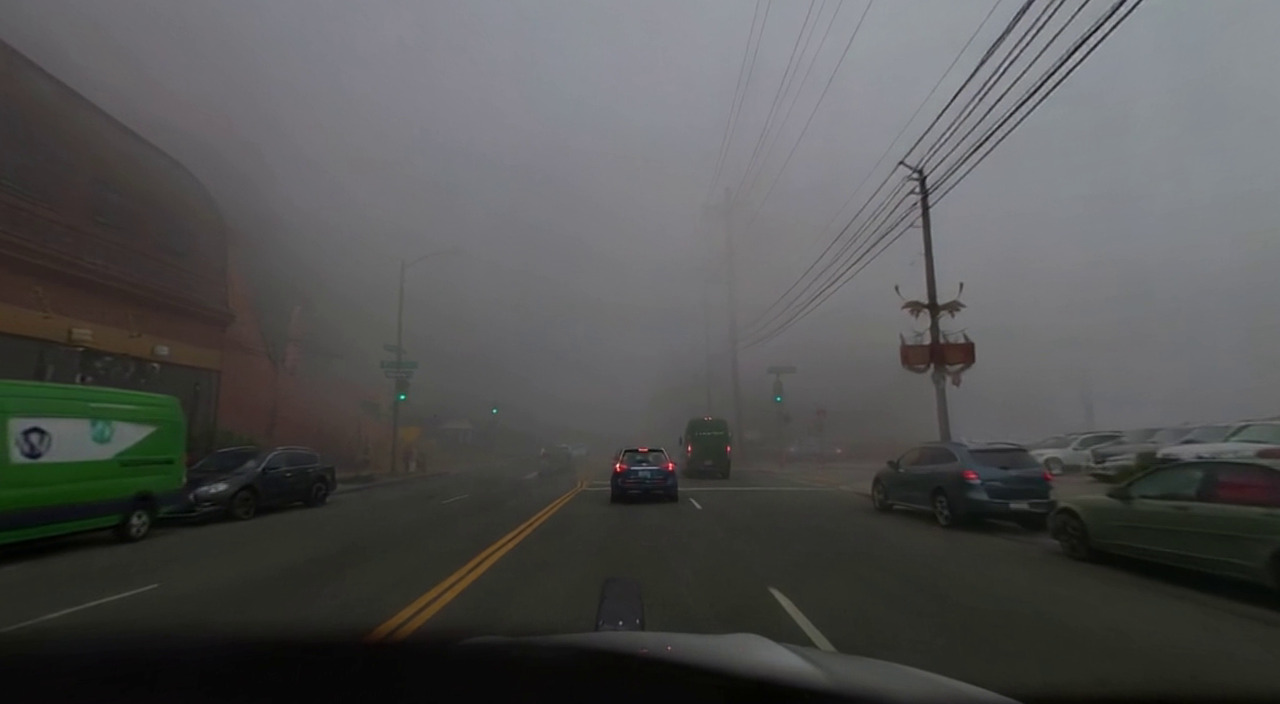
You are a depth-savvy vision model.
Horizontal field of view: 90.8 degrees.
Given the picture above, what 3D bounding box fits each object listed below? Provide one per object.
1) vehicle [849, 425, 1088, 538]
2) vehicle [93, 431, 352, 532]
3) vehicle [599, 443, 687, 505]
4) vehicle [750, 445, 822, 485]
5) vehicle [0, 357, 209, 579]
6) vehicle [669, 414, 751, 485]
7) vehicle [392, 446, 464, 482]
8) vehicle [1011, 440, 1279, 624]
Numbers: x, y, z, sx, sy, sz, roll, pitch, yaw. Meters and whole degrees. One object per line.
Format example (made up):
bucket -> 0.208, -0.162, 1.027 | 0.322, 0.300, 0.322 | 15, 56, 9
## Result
vehicle -> 6.068, 2.472, 12.624 | 2.079, 1.788, 4.974 | 0, -9, 0
vehicle -> -9.439, 2.984, 15.224 | 2.385, 1.915, 5.803 | 0, -9, -1
vehicle -> 0.011, 3.299, 17.472 | 2.112, 1.464, 4.411 | 0, -9, -2
vehicle -> 5.891, 4.616, 25.990 | 1.824, 1.481, 4.057 | 0, -9, -3
vehicle -> -9.326, 1.569, 8.598 | 2.724, 2.739, 5.663 | 0, -9, 1
vehicle -> 2.700, 4.045, 26.143 | 2.649, 2.583, 5.800 | 0, -9, -1
vehicle -> -9.867, 5.265, 29.752 | 1.962, 1.529, 4.109 | 2, -10, -1
vehicle -> 6.120, 1.662, 6.393 | 1.876, 1.471, 4.657 | 0, -9, 0
